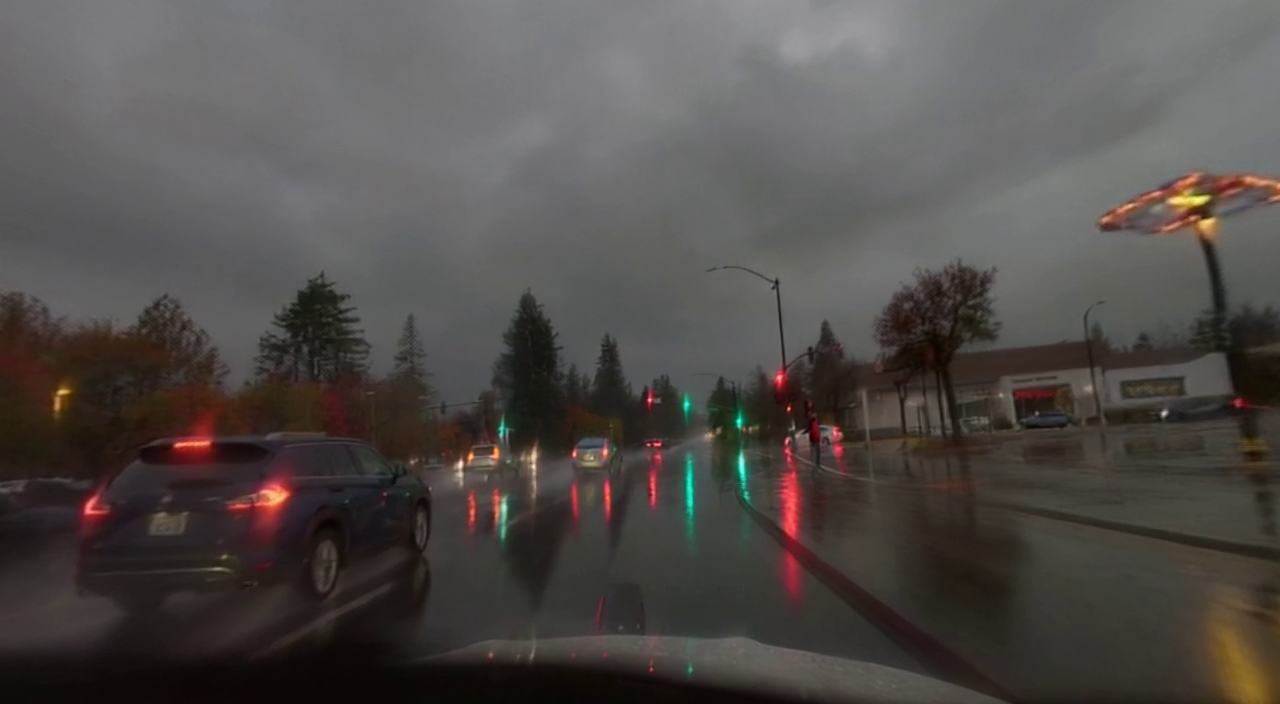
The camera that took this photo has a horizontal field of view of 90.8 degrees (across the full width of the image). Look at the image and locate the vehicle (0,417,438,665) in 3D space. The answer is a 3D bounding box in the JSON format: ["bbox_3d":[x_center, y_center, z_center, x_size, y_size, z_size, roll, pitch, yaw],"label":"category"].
[{"bbox_3d":[-3.892,1.614,6.616,2.002,1.664,4.113,-4,-7,3],"label":"vehicle"}]

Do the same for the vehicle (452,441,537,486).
[{"bbox_3d":[-6.154,4.765,27.403,2.160,1.779,4.549,-1,-8,7],"label":"vehicle"}]

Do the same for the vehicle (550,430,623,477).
[{"bbox_3d":[-2.143,4.294,26.929,2.167,1.832,4.679,-1,-8,7],"label":"vehicle"}]
